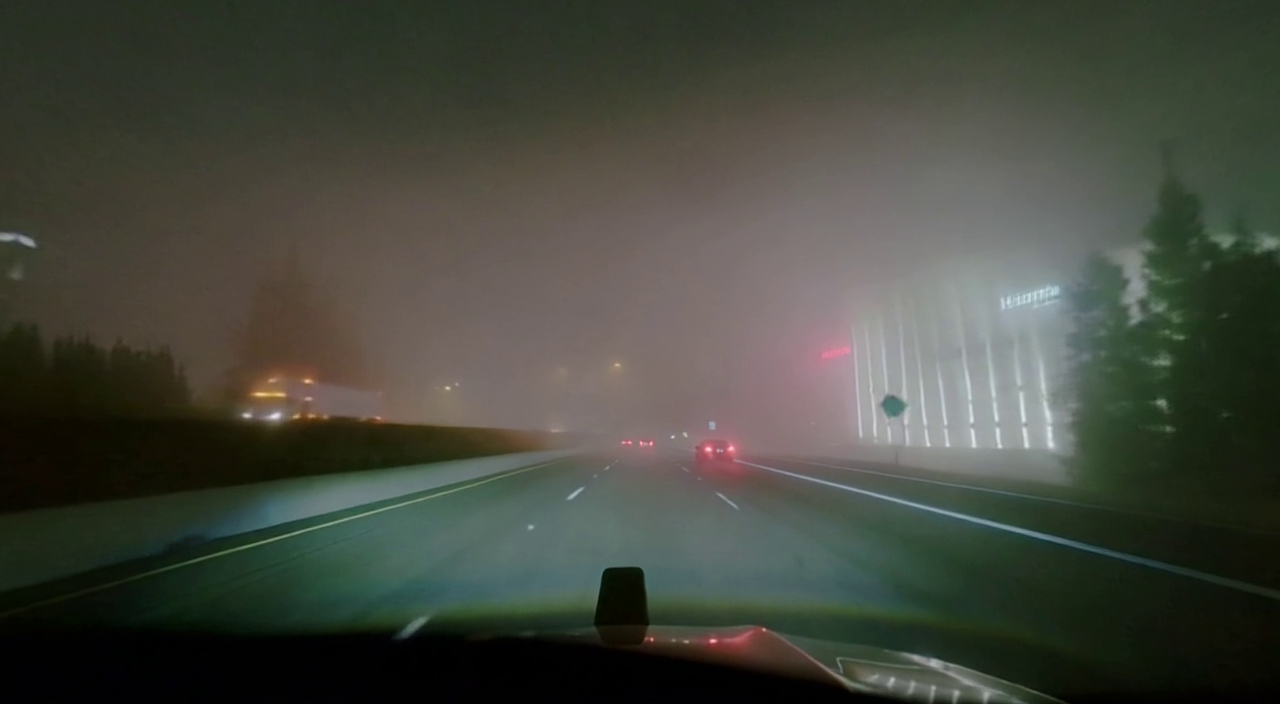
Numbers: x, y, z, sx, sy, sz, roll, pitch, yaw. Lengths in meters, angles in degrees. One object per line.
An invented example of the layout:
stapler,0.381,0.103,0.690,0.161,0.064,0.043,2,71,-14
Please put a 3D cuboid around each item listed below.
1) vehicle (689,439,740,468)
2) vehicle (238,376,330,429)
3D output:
vehicle,3.806,5.299,33.095,2.069,1.431,4.313,0,-8,-1
vehicle,-27.610,4.069,49.382,2.975,3.655,7.228,0,-8,-1
